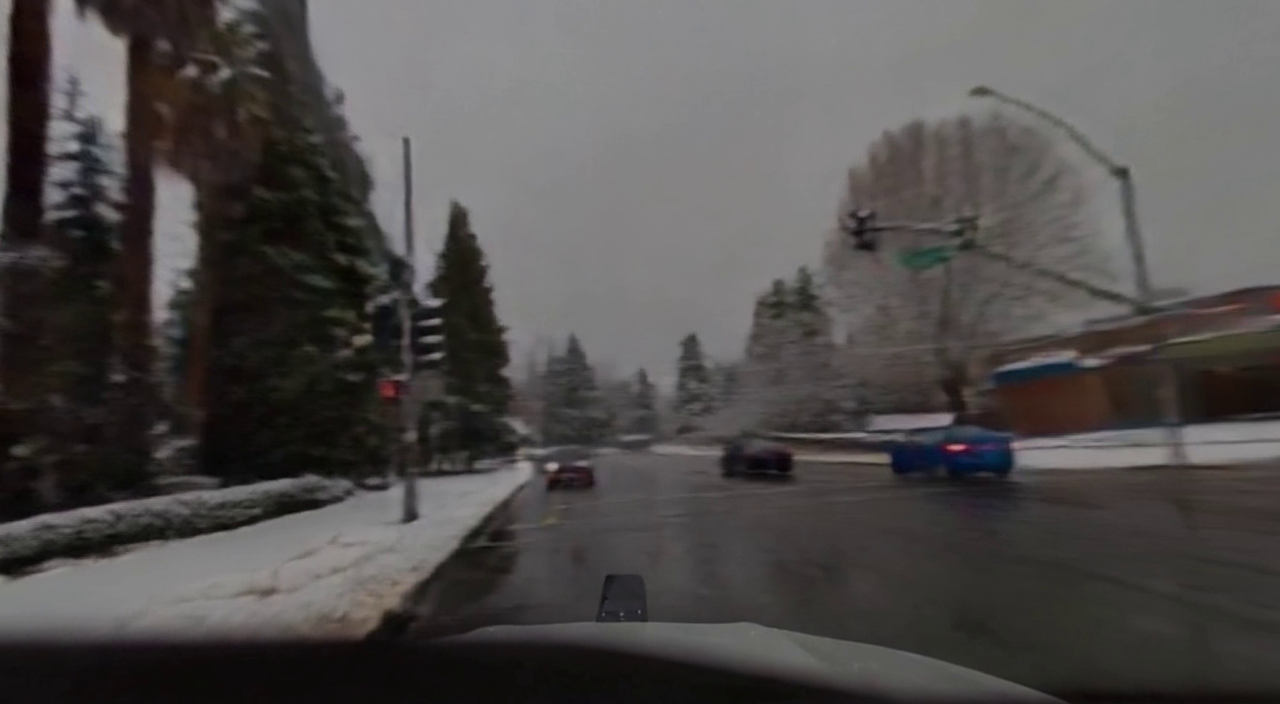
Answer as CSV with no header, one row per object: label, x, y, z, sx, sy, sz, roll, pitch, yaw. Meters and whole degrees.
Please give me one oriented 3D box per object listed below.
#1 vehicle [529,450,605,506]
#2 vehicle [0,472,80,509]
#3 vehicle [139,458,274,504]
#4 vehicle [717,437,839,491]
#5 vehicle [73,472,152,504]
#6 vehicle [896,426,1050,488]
vehicle,-2.471,3.943,20.299,1.951,1.546,4.597,1,-9,-12
vehicle,-32.640,7.338,33.742,1.992,1.533,4.178,4,-8,-10
vehicle,-18.038,5.343,26.433,4.286,1.569,2.068,0,-4,6
vehicle,4.277,3.570,20.523,2.068,1.509,4.687,1,-9,-12
vehicle,-29.404,7.541,35.348,1.787,1.464,3.877,-1,-9,-14
vehicle,8.872,2.851,17.331,2.089,1.471,4.206,-1,-9,3
